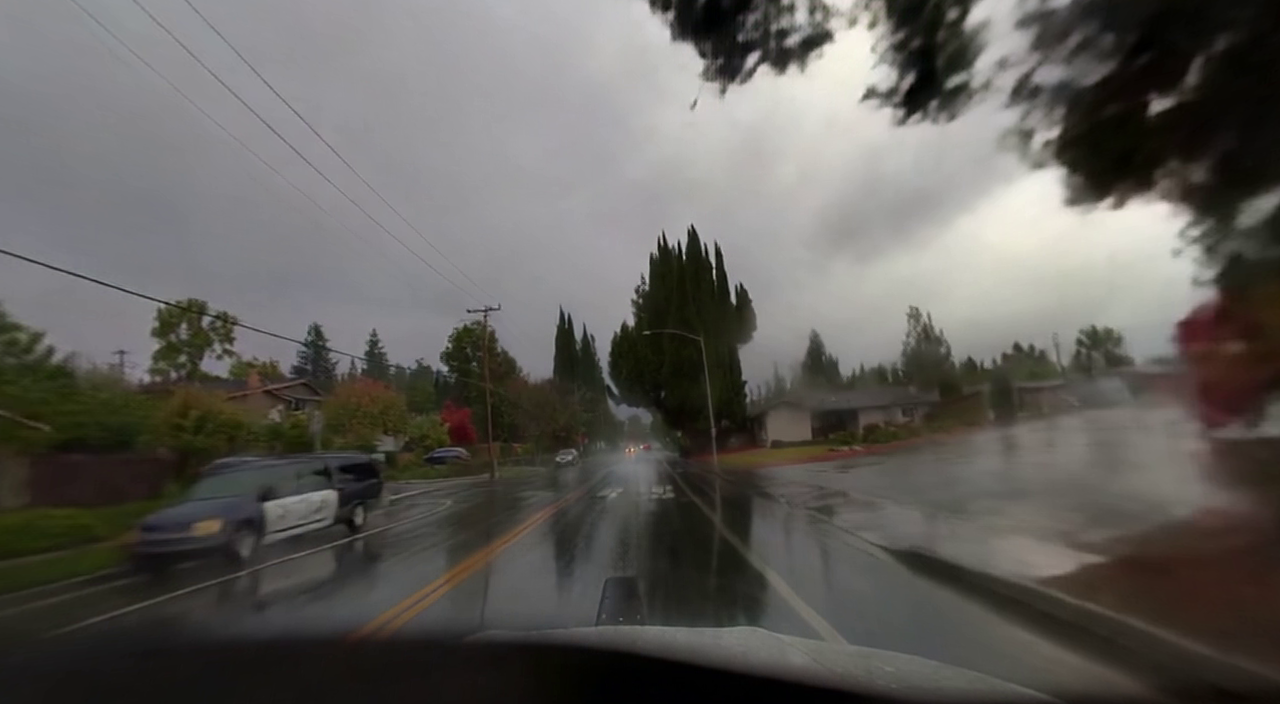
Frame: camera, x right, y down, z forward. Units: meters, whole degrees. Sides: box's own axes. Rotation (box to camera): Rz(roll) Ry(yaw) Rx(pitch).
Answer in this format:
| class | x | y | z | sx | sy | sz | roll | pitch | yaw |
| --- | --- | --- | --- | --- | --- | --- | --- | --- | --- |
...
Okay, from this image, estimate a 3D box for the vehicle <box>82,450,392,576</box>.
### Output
| class | x | y | z | sx | sy | sz | roll | pitch | yaw |
| --- | --- | --- | --- | --- | --- | --- | --- | --- | --- |
| vehicle | -6.814 | 2.716 | 11.790 | 1.984 | 1.732 | 5.628 | -1 | -9 | 1 |
